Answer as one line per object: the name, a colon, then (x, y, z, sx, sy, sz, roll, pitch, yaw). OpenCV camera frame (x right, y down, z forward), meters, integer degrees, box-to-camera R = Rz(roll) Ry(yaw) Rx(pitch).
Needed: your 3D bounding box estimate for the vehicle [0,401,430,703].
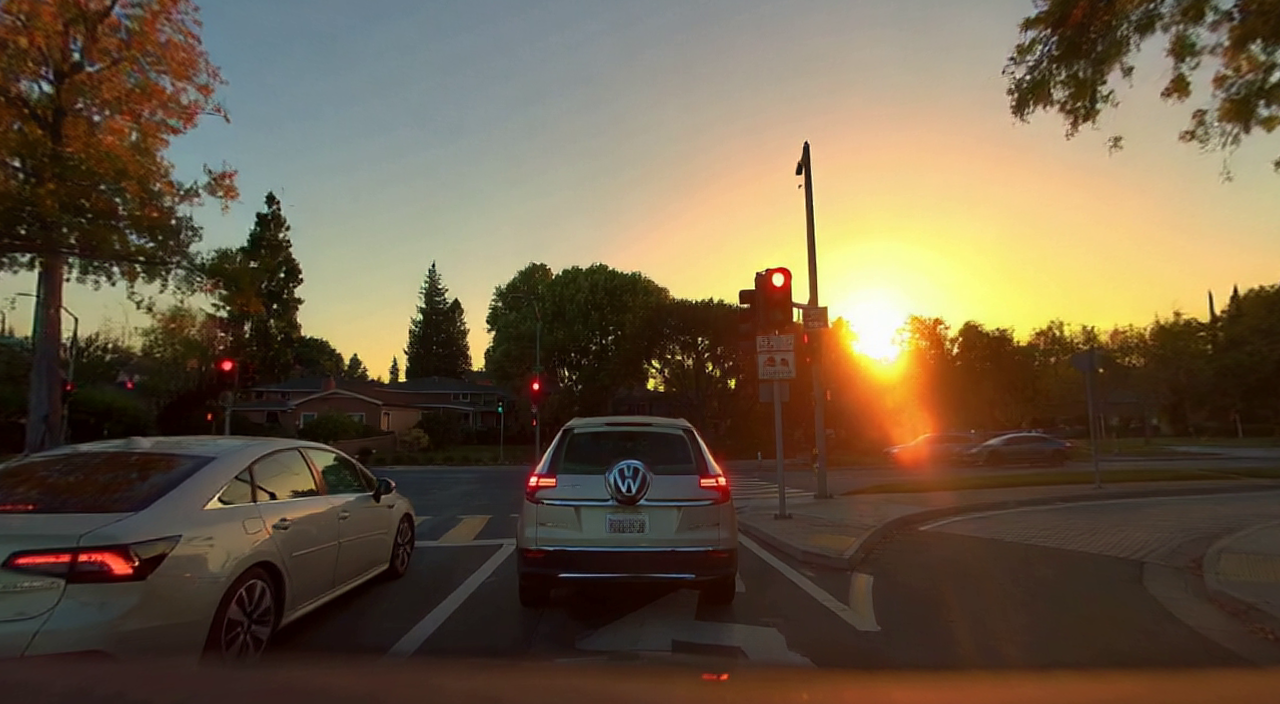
vehicle: (-3.299, 1.271, 4.727, 2.035, 1.492, 4.415, 0, -9, -2)

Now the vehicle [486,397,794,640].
vehicle: (-0.142, 1.469, 6.572, 2.154, 1.670, 4.140, 1, -9, -4)

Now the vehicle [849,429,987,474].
vehicle: (11.688, 4.224, 26.907, 4.887, 1.769, 2.035, -1, -9, 6)

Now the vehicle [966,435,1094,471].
vehicle: (18.174, 4.719, 29.654, 4.639, 1.621, 1.867, -1, -9, 6)
